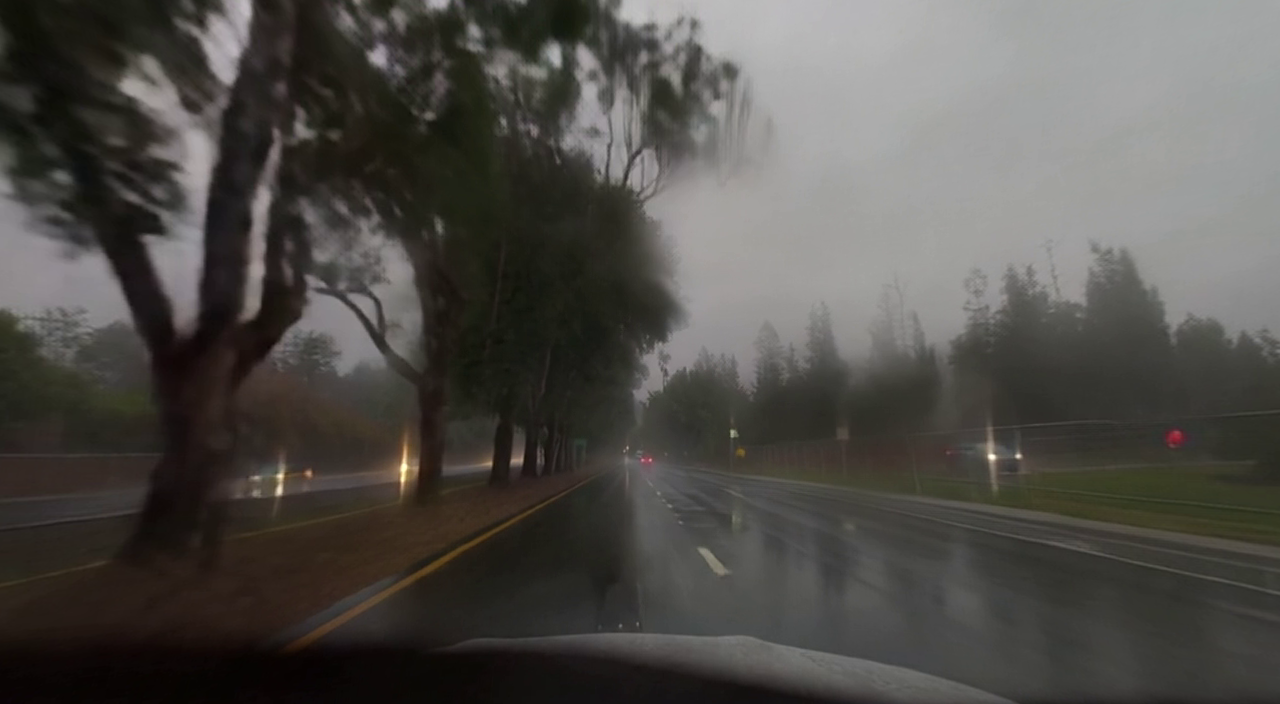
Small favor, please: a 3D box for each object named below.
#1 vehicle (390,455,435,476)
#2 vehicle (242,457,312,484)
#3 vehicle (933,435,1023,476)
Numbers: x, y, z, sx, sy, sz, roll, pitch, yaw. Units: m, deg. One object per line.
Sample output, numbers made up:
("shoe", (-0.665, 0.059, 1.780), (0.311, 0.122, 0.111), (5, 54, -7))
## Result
("vehicle", (-17.512, 8.711, 48.594), (1.845, 1.478, 4.574), (1, -9, -1))
("vehicle", (-25.431, 8.279, 44.304), (2.005, 1.708, 4.760), (0, -9, 1))
("vehicle", (16.489, 5.040, 30.990), (1.855, 1.670, 4.616), (-4, -7, 1))
